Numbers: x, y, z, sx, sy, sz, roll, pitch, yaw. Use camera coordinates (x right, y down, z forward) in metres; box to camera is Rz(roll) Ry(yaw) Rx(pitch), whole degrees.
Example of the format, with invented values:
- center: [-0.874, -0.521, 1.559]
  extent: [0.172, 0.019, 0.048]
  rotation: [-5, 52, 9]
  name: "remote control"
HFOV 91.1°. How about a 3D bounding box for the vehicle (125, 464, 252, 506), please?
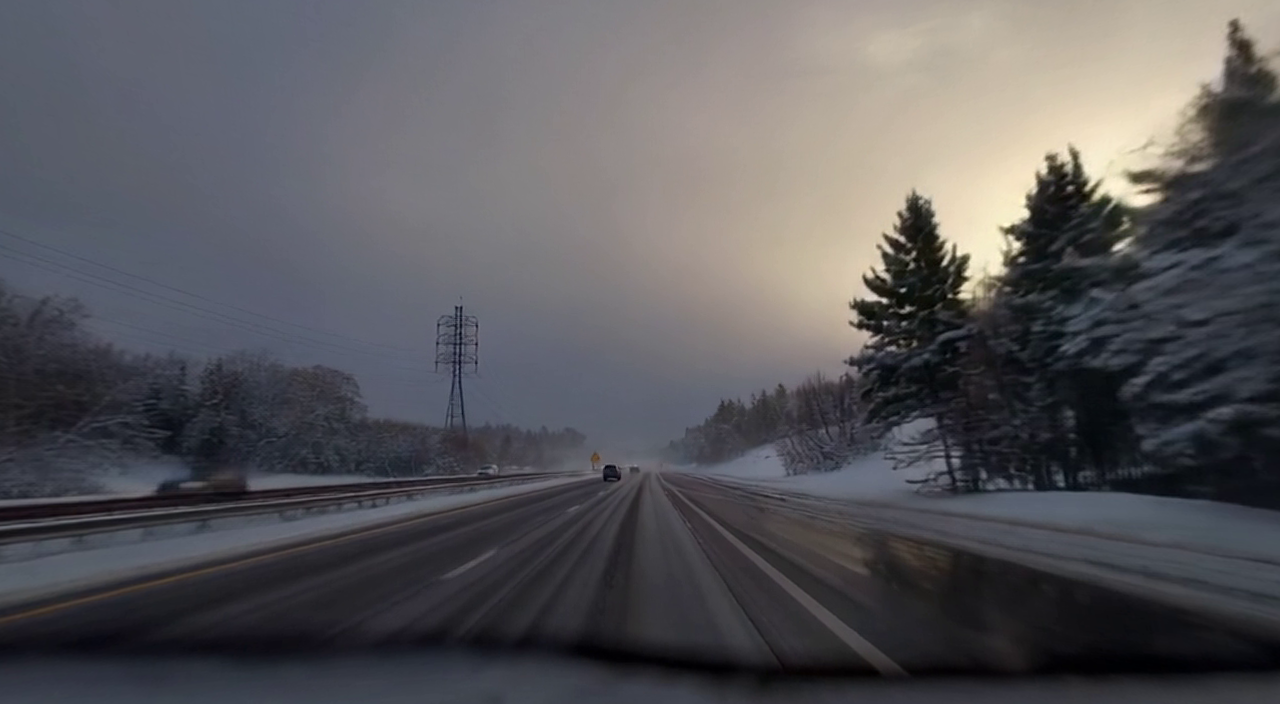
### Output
- center: [-19.245, 5.676, 27.103]
  extent: [1.947, 1.607, 4.653]
  rotation: [0, -11, 1]
  name: "vehicle"
